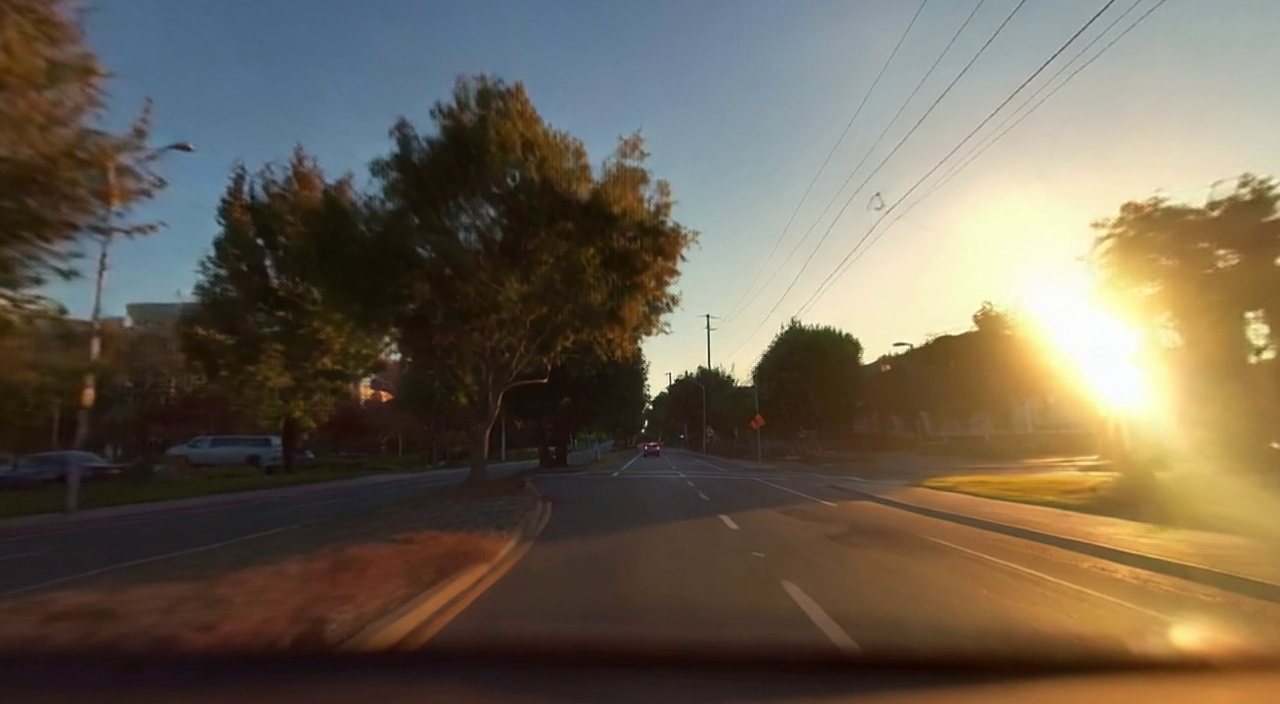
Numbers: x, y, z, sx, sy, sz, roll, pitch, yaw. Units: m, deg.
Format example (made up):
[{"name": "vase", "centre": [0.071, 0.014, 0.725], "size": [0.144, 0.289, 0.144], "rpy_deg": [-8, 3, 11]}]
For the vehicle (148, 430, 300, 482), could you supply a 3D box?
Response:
[{"name": "vehicle", "centre": [-22.928, 5.764, 35.033], "size": [6.364, 2.595, 2.828], "rpy_deg": [0, -9, -3]}]

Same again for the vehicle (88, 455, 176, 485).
[{"name": "vehicle", "centre": [-35.821, 8.308, 44.663], "size": [2.010, 1.821, 4.924], "rpy_deg": [0, -8, 1]}]
